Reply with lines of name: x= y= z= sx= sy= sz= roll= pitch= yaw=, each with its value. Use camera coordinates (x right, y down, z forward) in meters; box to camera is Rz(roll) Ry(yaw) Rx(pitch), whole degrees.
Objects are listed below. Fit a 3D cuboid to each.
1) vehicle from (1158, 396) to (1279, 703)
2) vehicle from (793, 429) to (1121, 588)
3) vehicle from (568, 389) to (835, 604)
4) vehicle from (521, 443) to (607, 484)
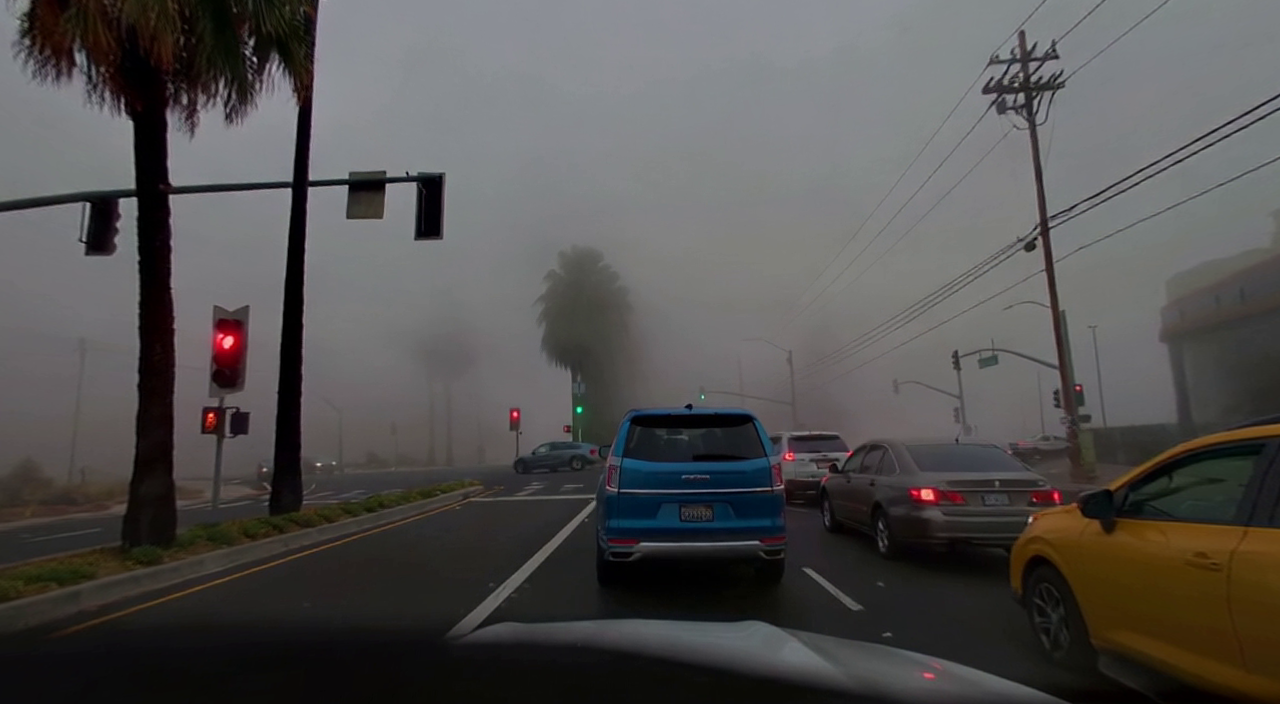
vehicle: x=3.353 y=0.663 z=0.743 sx=1.805 sy=1.485 sz=4.348 roll=0 pitch=-9 yaw=1
vehicle: x=3.465 y=1.775 z=8.026 sx=1.895 sy=1.456 sz=4.255 roll=0 pitch=-9 yaw=-1
vehicle: x=0.446 y=1.525 z=7.471 sx=2.228 sy=1.780 sz=4.269 roll=0 pitch=-9 yaw=-2
vehicle: x=-3.410 y=4.841 z=27.689 sx=1.964 sy=1.628 sz=4.415 roll=6 pitch=-10 yaw=-33
